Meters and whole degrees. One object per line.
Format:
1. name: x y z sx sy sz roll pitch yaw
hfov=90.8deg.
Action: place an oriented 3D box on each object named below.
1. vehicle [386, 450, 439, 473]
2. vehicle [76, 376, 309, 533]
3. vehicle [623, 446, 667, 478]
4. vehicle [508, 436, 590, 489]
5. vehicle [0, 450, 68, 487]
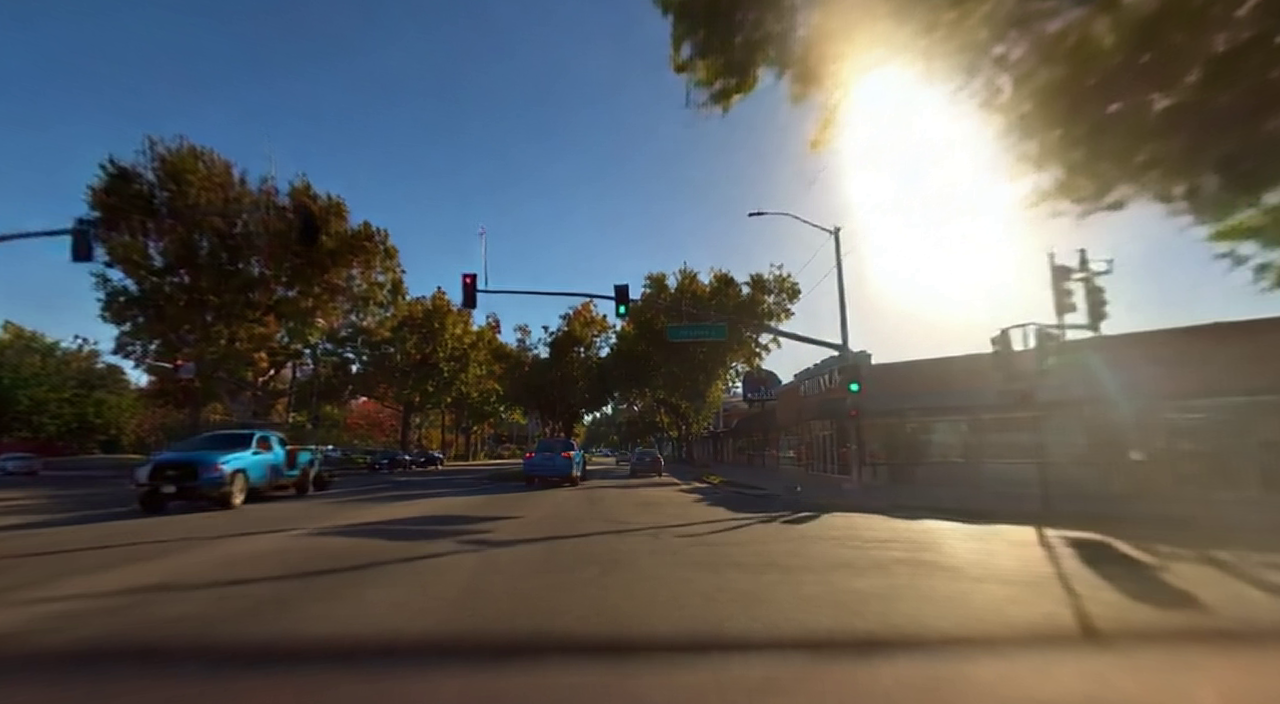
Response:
1. vehicle: -16.022 7.701 44.830 1.912 1.432 5.070 -3 -9 0
2. vehicle: -8.952 2.122 13.347 2.507 2.667 4.567 2 -9 -16
3. vehicle: 0.236 5.536 32.115 2.103 1.487 4.101 0 -9 0
4. vehicle: -3.320 4.199 24.276 2.464 1.777 5.128 0 -9 -1
5. vehicle: -35.770 6.806 37.209 4.487 2.039 2.086 -7 -11 37
